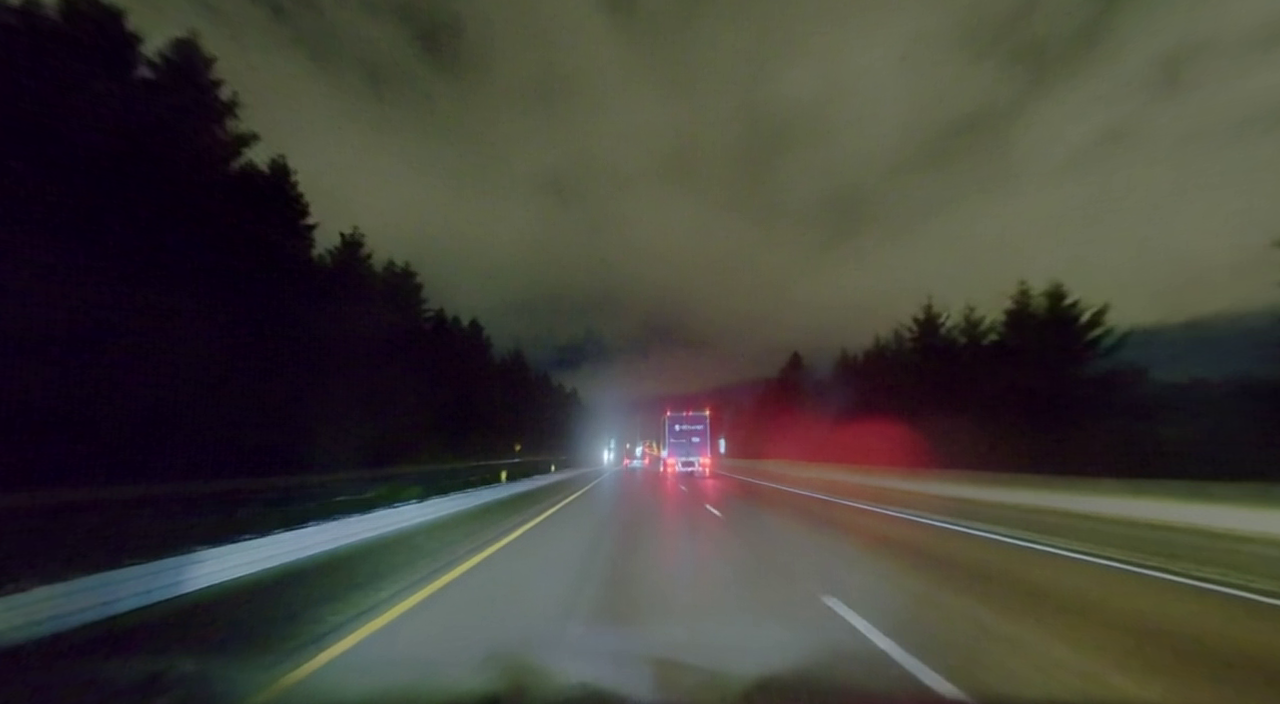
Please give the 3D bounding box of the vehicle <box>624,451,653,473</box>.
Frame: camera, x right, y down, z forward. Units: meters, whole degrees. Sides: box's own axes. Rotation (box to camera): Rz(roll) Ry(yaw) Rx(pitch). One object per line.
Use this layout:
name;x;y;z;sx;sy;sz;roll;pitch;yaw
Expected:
vehicle;-0.078;8.033;46.127;2.057;1.528;3.958;-1;-9;0
